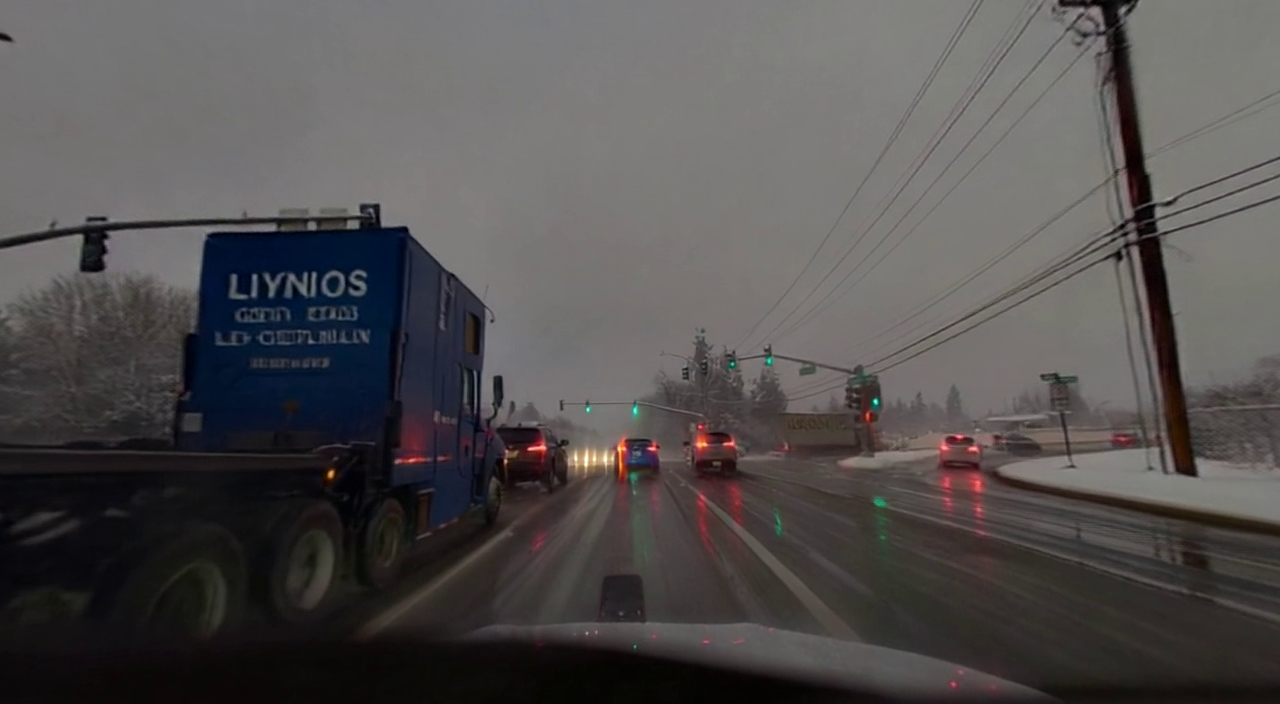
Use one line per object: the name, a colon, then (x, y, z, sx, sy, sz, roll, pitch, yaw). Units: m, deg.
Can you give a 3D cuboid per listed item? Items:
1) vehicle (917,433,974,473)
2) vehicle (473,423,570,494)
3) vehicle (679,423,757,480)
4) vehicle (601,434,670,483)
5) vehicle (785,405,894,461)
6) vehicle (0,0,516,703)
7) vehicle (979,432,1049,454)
vehicle: (14.313, 4.665, 29.441, 2.102, 1.662, 4.533, -5, -9, 27)
vehicle: (-3.292, 3.065, 18.519, 1.994, 1.806, 4.564, 0, -8, 0)
vehicle: (2.701, 3.592, 23.022, 2.086, 1.849, 4.607, 0, -8, -2)
vehicle: (-0.182, 3.584, 21.539, 2.117, 1.499, 4.036, 0, -8, -1)
vehicle: (13.278, 5.419, 42.121, 6.670, 3.450, 2.666, 3, -9, -23)
vehicle: (-3.415, 0.478, 5.851, 2.889, 3.347, 8.285, 0, -8, 0)
vehicle: (29.221, 7.084, 49.288, 5.208, 1.624, 1.927, 4, -9, -24)
